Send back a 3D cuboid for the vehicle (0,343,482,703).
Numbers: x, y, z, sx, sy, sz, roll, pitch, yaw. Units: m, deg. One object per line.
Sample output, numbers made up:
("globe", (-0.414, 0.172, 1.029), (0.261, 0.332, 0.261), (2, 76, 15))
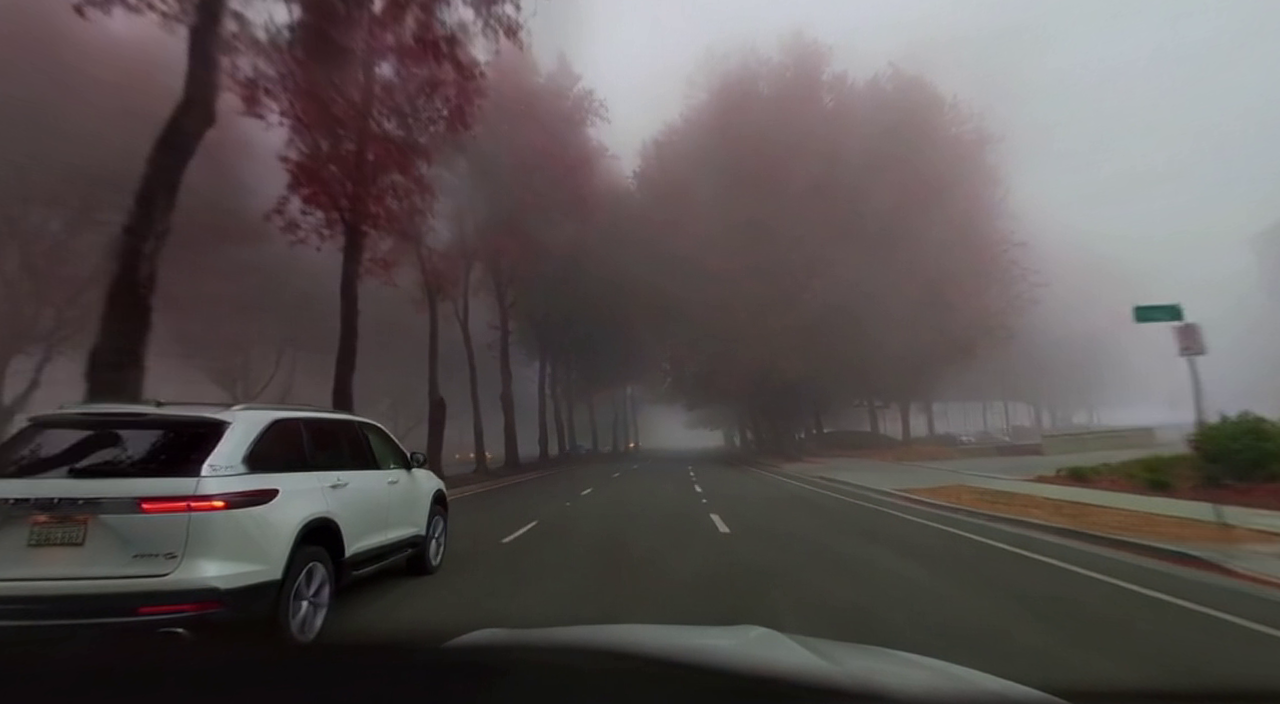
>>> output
("vehicle", (-2.867, 1.142, 4.703), (2.067, 1.700, 4.561), (0, -9, 2))
